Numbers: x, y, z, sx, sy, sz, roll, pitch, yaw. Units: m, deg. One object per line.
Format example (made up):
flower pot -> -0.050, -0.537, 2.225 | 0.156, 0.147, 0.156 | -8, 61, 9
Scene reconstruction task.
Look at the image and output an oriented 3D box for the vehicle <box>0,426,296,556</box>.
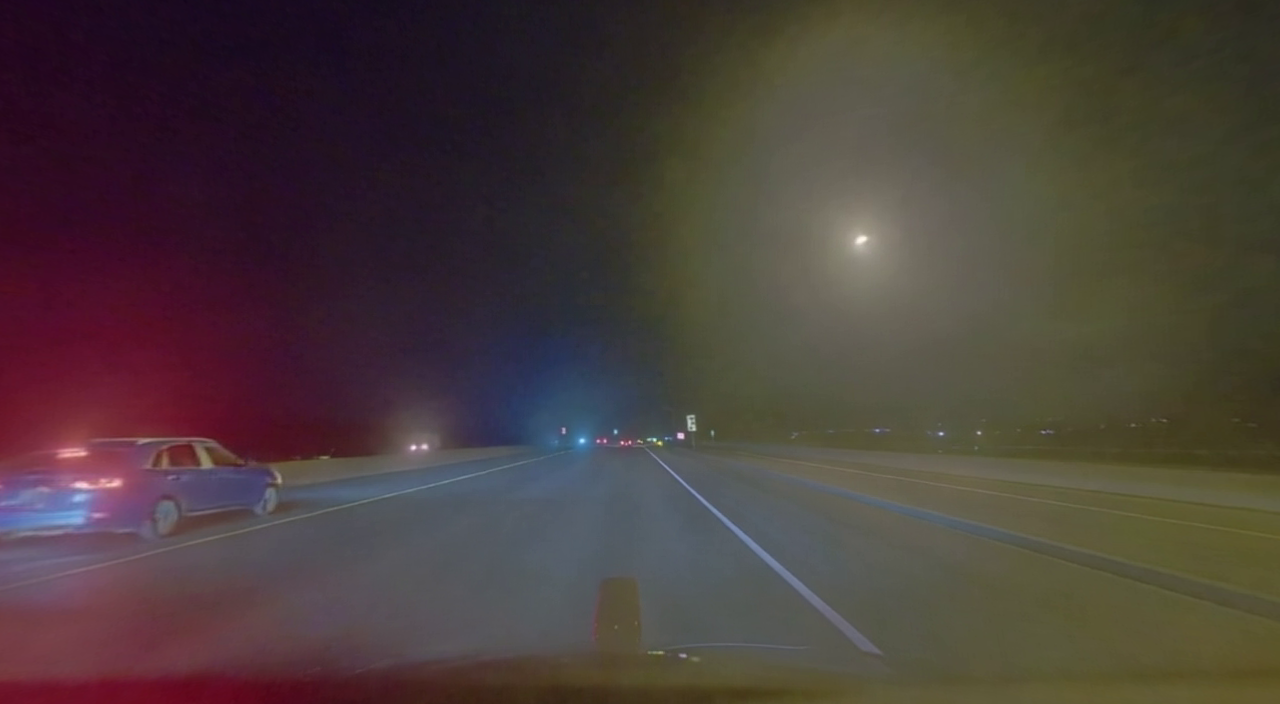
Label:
vehicle -> -7.314, 1.885, 9.390 | 1.949, 1.465, 4.318 | 0, -8, -1
